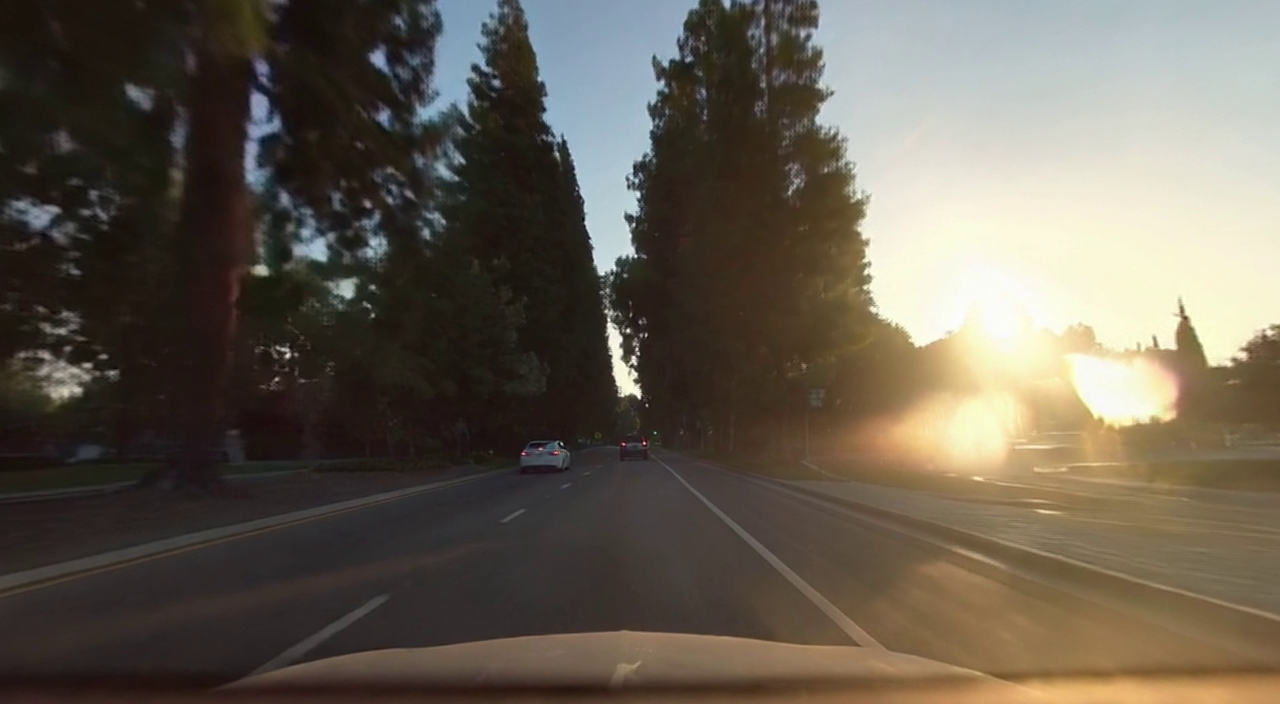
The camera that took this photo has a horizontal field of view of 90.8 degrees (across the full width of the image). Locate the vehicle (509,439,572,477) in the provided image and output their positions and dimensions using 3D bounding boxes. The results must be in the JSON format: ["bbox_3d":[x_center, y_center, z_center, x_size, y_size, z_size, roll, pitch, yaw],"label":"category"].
[{"bbox_3d":[-4.063,4.373,26.407,1.917,1.448,4.178,0,-8,1],"label":"vehicle"}]

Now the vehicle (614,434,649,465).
[{"bbox_3d":[-0.487,5.884,38.360,2.018,1.769,3.897,0,-8,-1],"label":"vehicle"}]
